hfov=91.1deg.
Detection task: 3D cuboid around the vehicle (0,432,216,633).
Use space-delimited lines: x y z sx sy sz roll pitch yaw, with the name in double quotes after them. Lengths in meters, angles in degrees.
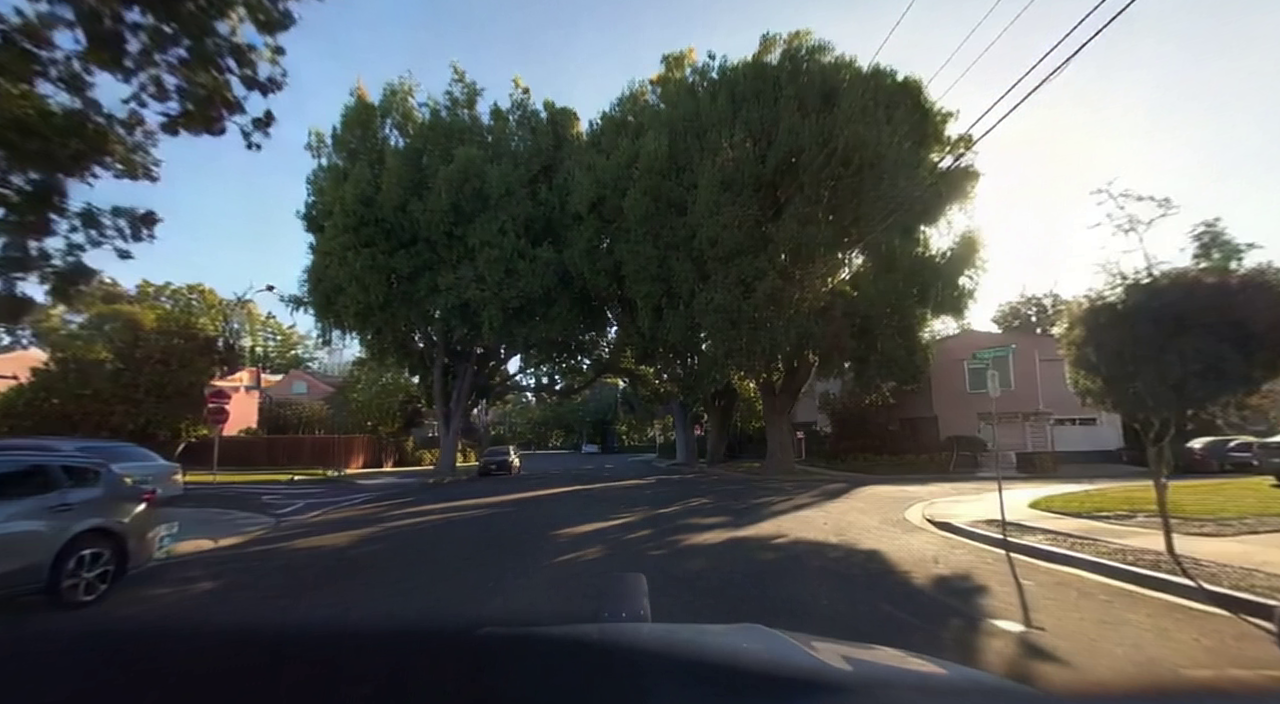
-5.633 1.371 4.409 1.943 1.433 4.717 -6 -10 2 "vehicle"
